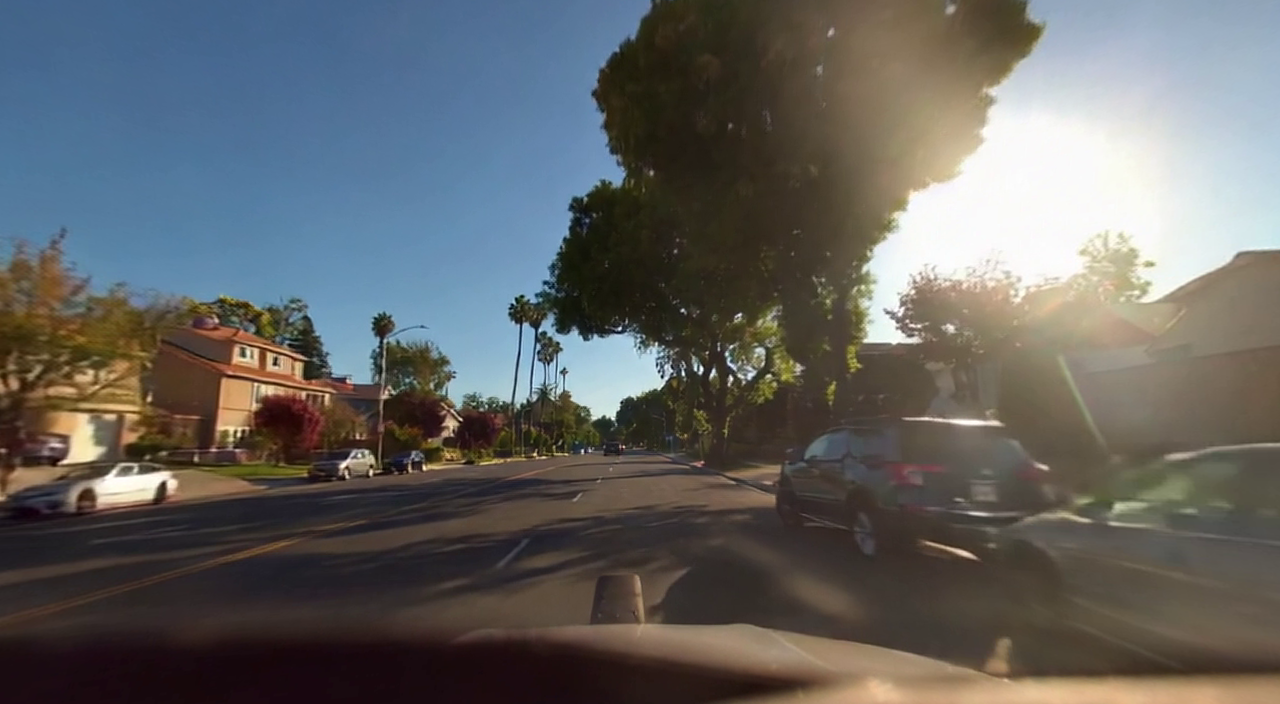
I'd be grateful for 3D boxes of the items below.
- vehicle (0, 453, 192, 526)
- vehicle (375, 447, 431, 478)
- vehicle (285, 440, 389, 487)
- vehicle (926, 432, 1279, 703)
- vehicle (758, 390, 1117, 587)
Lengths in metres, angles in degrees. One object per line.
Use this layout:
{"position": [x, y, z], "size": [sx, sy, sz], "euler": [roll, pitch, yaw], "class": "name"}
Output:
{"position": [-13.852, 3.368, 15.997], "size": [1.916, 1.459, 4.222], "euler": [-1, -8, 0], "class": "vehicle"}
{"position": [-14.448, 6.732, 38.769], "size": [1.890, 1.568, 4.444], "euler": [-2, -7, -2], "class": "vehicle"}
{"position": [-14.152, 5.210, 30.023], "size": [2.245, 1.904, 5.805], "euler": [-1, -7, -1], "class": "vehicle"}
{"position": [3.530, 1.127, 3.131], "size": [1.911, 1.416, 4.720], "euler": [0, -9, -1], "class": "vehicle"}
{"position": [3.414, 1.728, 8.859], "size": [2.386, 1.916, 5.167], "euler": [0, -9, -2], "class": "vehicle"}
